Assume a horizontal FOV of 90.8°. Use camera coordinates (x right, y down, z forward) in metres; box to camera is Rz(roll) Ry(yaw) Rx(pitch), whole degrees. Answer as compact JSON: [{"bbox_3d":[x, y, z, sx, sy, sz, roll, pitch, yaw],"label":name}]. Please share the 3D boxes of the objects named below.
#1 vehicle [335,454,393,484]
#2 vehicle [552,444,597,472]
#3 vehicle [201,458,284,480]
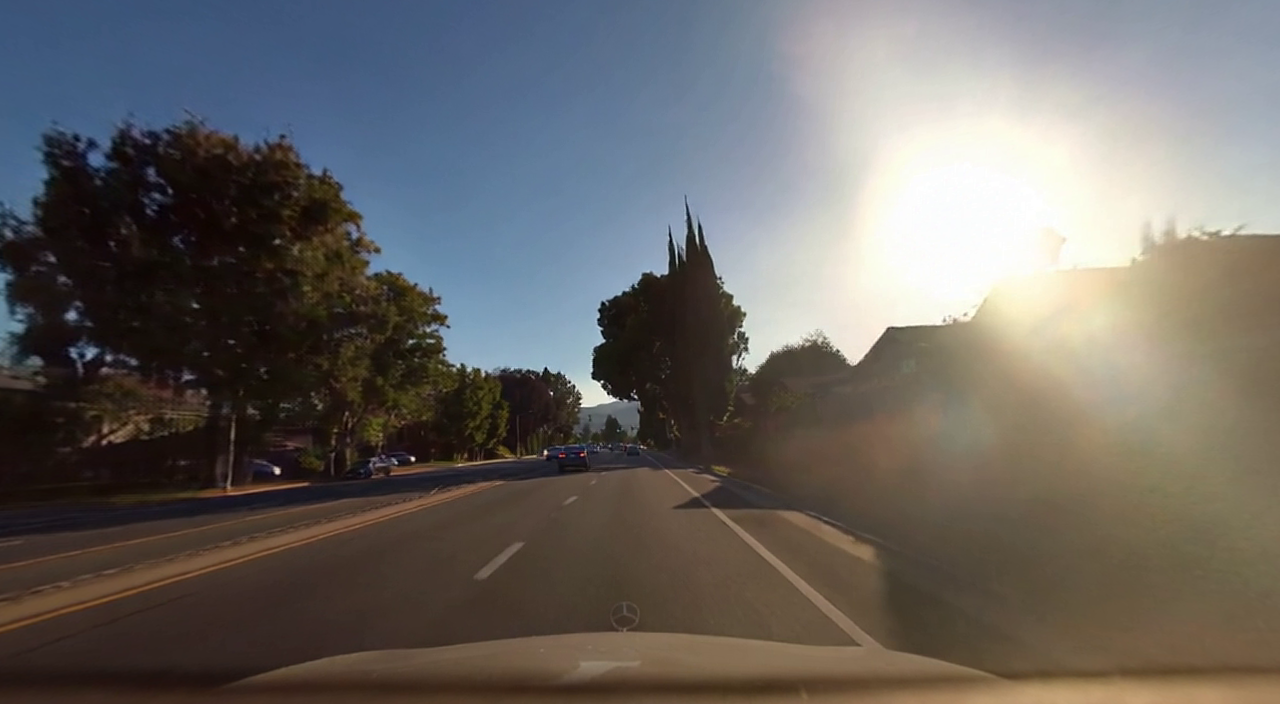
[{"bbox_3d":[-17.733,7.494,40.790,1.900,1.474,4.431,-5,-7,-2],"label":"vehicle"},{"bbox_3d":[-3.487,5.745,34.480,1.992,1.447,4.044,0,-8,0],"label":"vehicle"},{"bbox_3d":[-28.954,8.494,46.122,4.612,1.454,2.016,1,-8,-8],"label":"vehicle"}]
